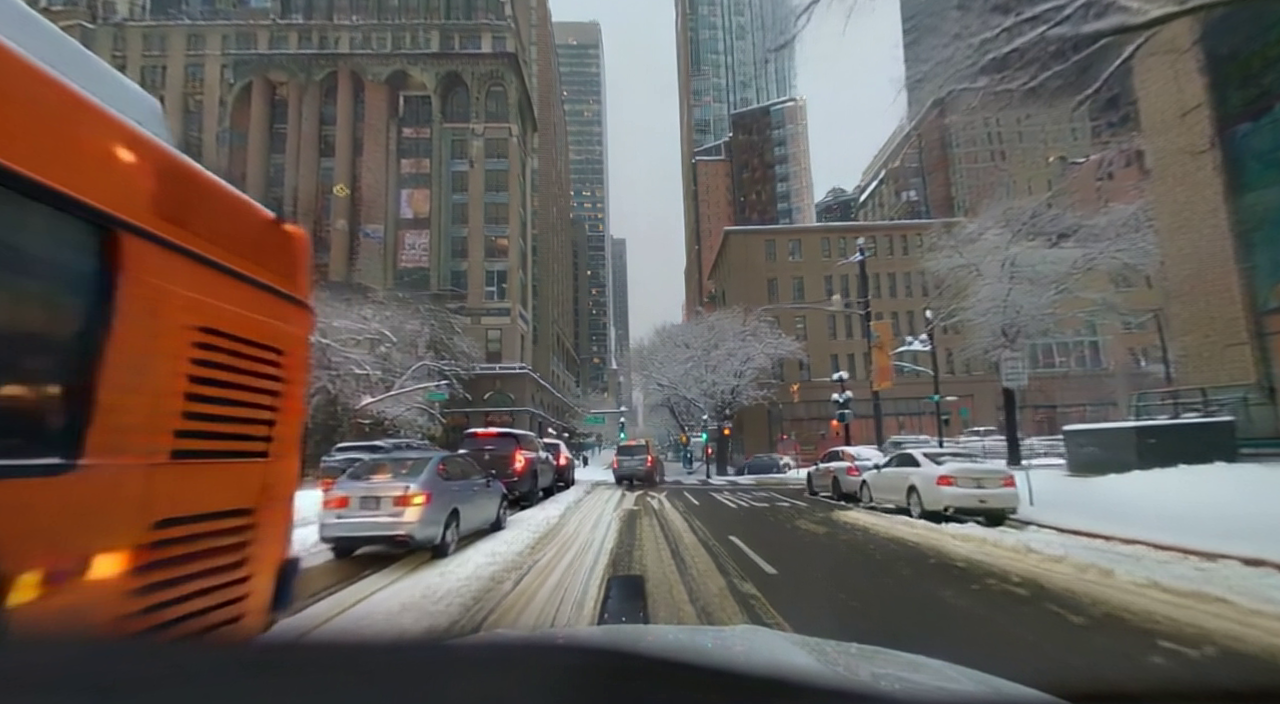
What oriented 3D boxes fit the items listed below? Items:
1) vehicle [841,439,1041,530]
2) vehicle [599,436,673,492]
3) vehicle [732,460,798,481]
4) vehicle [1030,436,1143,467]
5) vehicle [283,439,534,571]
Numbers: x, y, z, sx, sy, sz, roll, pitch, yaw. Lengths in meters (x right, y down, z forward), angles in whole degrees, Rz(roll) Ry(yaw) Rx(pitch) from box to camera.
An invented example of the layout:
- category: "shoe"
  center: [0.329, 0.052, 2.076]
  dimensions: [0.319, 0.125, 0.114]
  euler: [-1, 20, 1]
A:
- category: "vehicle"
  center: [5.908, 2.624, 13.156]
  dimensions: [1.919, 1.529, 4.558]
  euler: [0, -9, 0]
- category: "vehicle"
  center: [-0.023, 3.901, 22.385]
  dimensions: [2.328, 1.746, 5.072]
  euler: [-1, -9, 3]
- category: "vehicle"
  center: [9.839, 9.355, 49.801]
  dimensions: [4.766, 1.502, 1.891]
  euler: [-2, -11, -1]
- category: "vehicle"
  center: [23.755, 5.298, 33.669]
  dimensions: [4.598, 1.519, 1.994]
  euler: [0, -9, -5]
- category: "vehicle"
  center: [-2.973, 2.050, 9.335]
  dimensions: [1.930, 1.450, 4.497]
  euler: [0, -8, 1]
